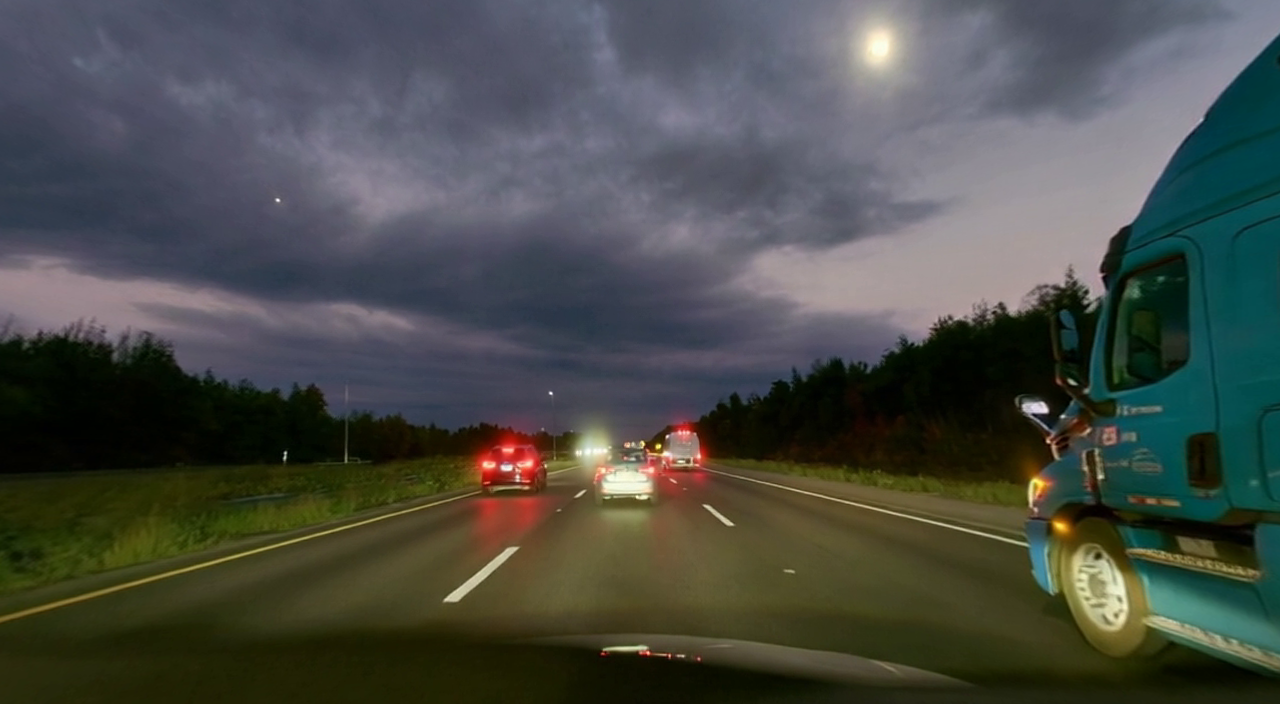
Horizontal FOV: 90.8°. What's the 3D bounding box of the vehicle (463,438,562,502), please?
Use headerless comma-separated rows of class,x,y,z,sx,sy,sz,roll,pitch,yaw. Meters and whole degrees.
vehicle,-3.684,3.516,19.168,1.985,1.671,4.604,0,-9,1

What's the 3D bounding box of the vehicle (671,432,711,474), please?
vehicle,3.457,6.949,43.623,2.234,2.679,5.372,0,-9,-1

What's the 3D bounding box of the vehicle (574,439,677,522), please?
vehicle,-0.264,2.747,13.914,1.973,1.574,3.426,0,-9,0
